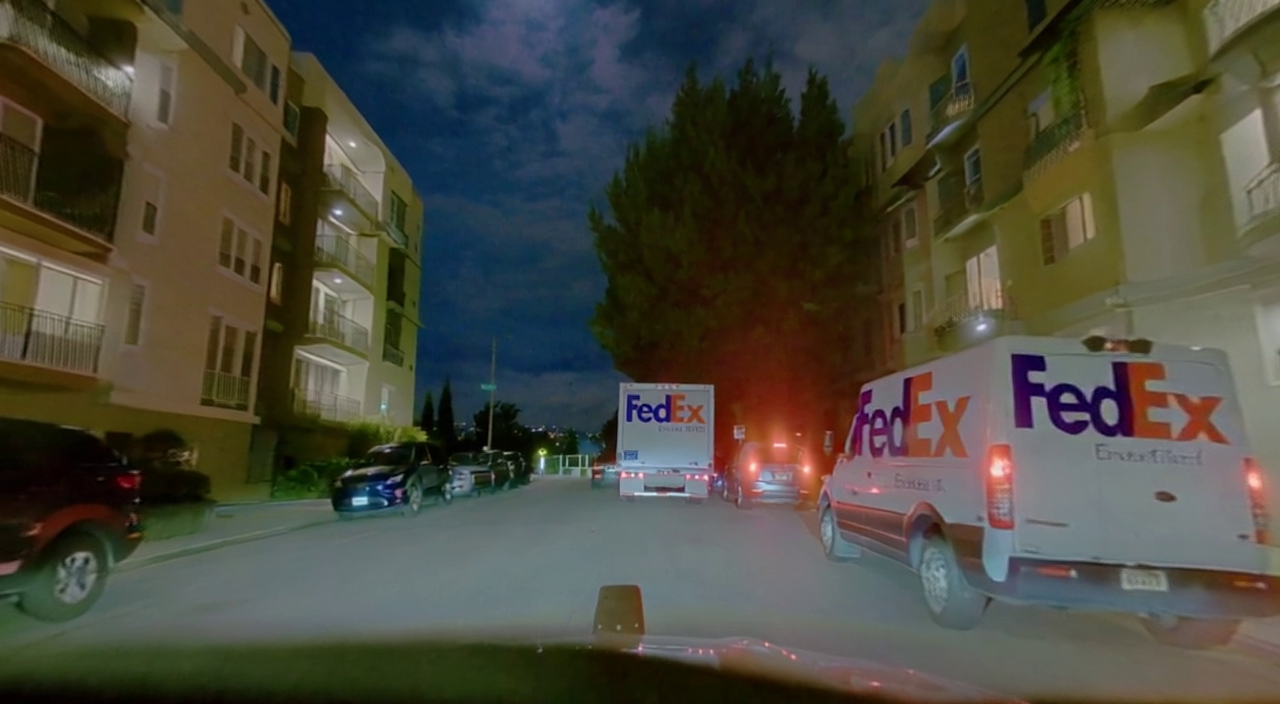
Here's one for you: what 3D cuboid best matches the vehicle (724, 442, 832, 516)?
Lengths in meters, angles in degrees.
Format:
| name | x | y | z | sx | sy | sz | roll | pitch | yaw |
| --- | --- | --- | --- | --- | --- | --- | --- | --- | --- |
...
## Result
| name | x | y | z | sx | sy | sz | roll | pitch | yaw |
| --- | --- | --- | --- | --- | --- | --- | --- | --- | --- |
| vehicle | 3.344 | 3.130 | 16.093 | 1.868 | 1.623 | 3.815 | 0 | -9 | 0 |

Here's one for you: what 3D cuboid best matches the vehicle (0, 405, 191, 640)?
| name | x | y | z | sx | sy | sz | roll | pitch | yaw |
| --- | --- | --- | --- | --- | --- | --- | --- | --- | --- |
| vehicle | -5.886 | 1.260 | 4.558 | 2.089 | 1.757 | 4.256 | 0 | -9 | 0 |

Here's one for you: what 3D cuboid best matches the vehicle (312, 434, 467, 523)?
| name | x | y | z | sx | sy | sz | roll | pitch | yaw |
| --- | --- | --- | --- | --- | --- | --- | --- | --- | --- |
| vehicle | -5.940 | 3.031 | 15.745 | 2.020 | 1.867 | 4.654 | 0 | -9 | -1 |

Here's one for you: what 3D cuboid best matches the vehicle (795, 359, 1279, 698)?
| name | x | y | z | sx | sy | sz | roll | pitch | yaw |
| --- | --- | --- | --- | --- | --- | --- | --- | --- | --- |
| vehicle | 3.454 | 1.449 | 6.590 | 2.221 | 1.991 | 5.564 | 0 | -9 | 0 |

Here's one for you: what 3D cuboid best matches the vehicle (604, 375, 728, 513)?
| name | x | y | z | sx | sy | sz | roll | pitch | yaw |
| --- | --- | --- | --- | --- | --- | --- | --- | --- | --- |
| vehicle | 0.545 | 2.805 | 19.273 | 2.930 | 3.275 | 8.180 | 0 | -9 | -1 |
